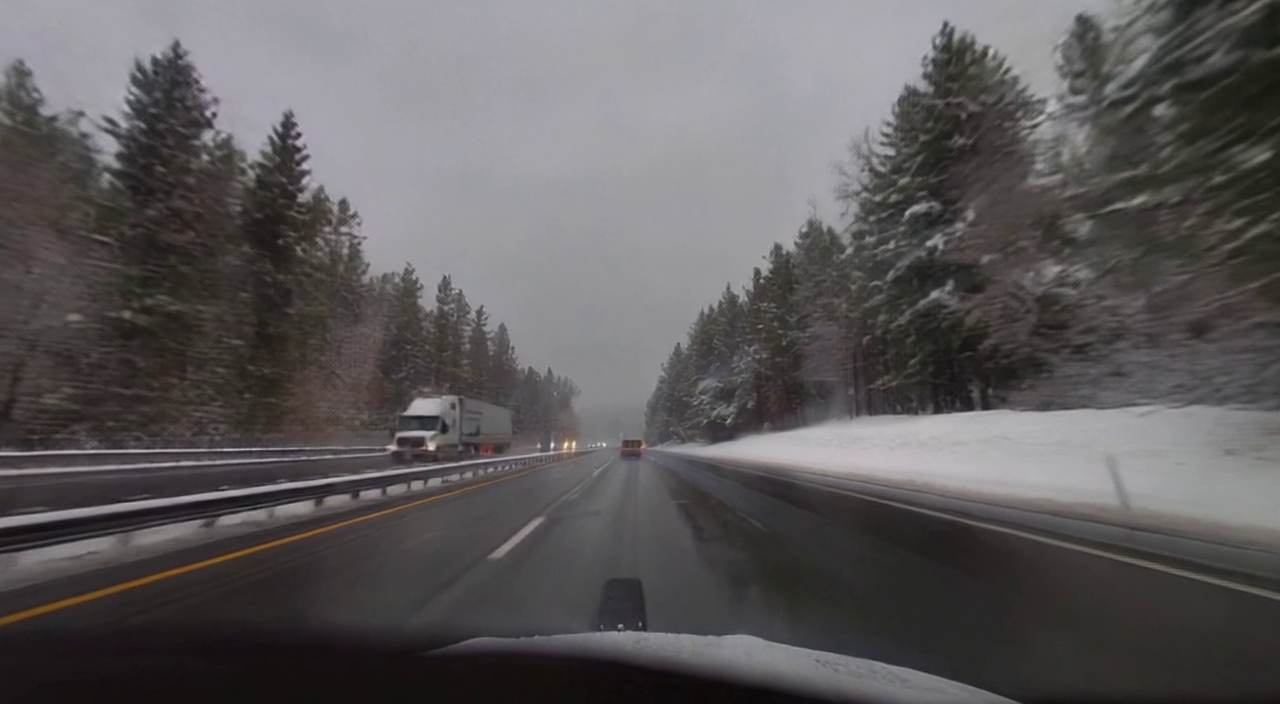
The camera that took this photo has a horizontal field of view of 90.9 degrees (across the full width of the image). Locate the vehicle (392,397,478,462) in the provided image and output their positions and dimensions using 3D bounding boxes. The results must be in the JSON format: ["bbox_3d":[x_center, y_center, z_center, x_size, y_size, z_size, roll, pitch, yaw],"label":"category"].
[{"bbox_3d":[-13.651,5.384,42.982,3.016,3.981,8.399,0,-8,0],"label":"vehicle"}]
